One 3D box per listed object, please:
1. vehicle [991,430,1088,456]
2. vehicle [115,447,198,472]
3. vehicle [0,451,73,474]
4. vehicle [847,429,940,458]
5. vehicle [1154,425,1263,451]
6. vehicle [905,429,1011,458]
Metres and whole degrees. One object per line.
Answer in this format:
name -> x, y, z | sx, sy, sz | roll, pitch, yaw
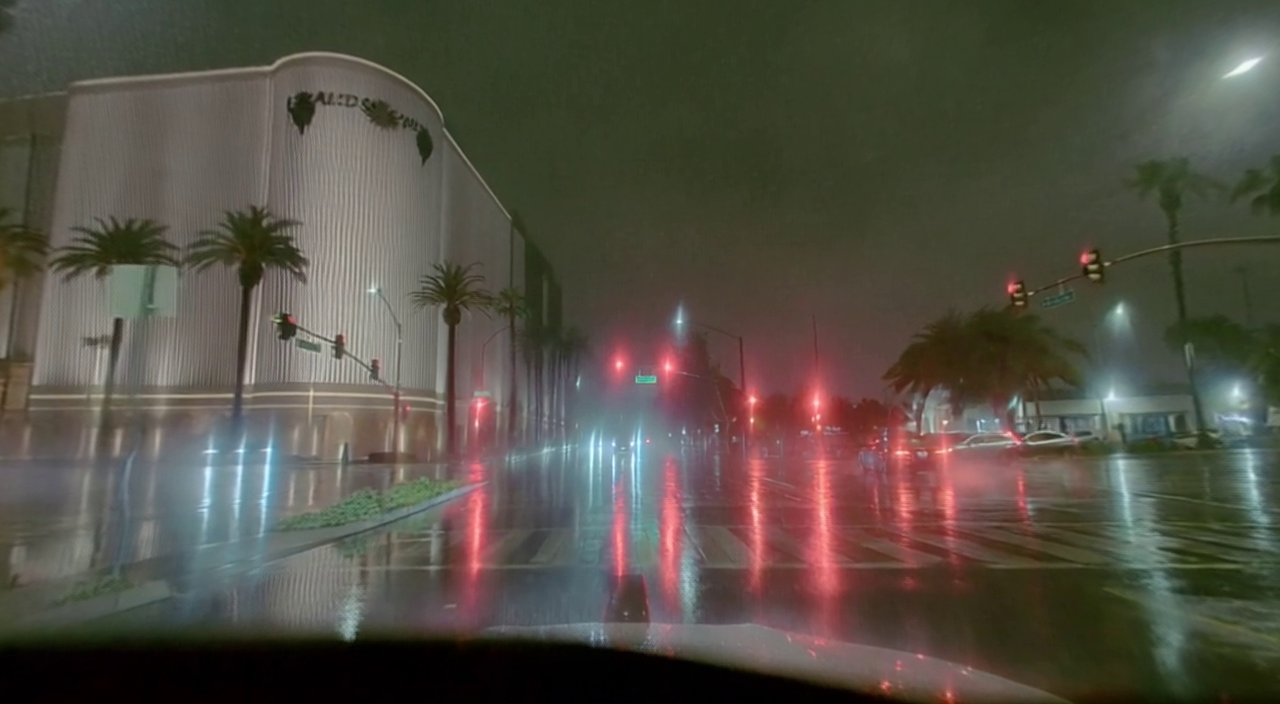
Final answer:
vehicle -> 23.508, 5.358, 37.167 | 4.423, 1.465, 1.798 | 0, -8, 1
vehicle -> -33.092, 7.339, 43.227 | 4.136, 1.661, 1.857 | 0, -8, 1
vehicle -> -41.671, 7.563, 43.242 | 3.698, 1.467, 1.779 | 0, -8, 1
vehicle -> 14.989, 5.445, 37.416 | 4.648, 1.665, 1.910 | 0, -8, 0
vehicle -> 33.165, 5.061, 36.826 | 4.567, 1.458, 1.791 | 0, -8, 0
vehicle -> 16.909, 4.891, 33.694 | 4.684, 1.461, 1.777 | 0, -8, -1
